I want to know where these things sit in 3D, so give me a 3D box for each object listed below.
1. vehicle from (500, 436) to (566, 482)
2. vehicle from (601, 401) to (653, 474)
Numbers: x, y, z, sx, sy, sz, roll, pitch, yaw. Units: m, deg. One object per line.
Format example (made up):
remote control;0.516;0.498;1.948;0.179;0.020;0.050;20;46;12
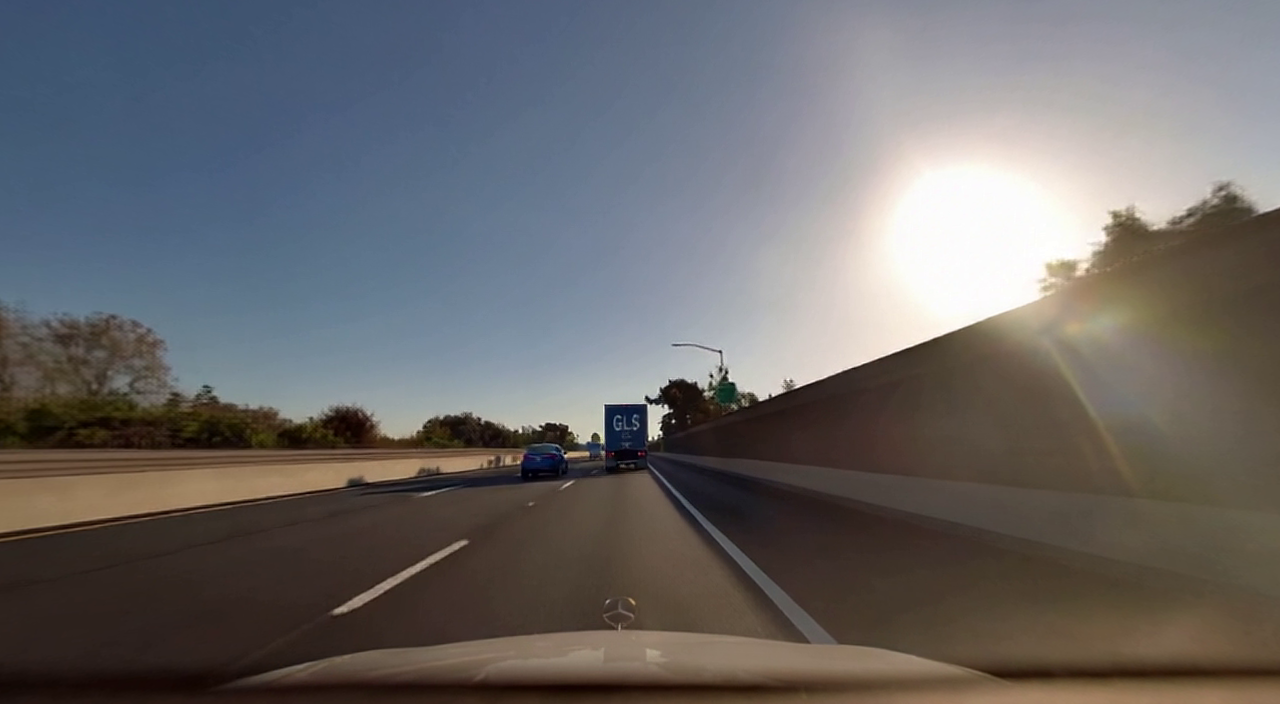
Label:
vehicle;-4.915;5.002;29.597;2.226;1.935;5.130;0;-9;0
vehicle;-0.872;5.527;39.963;2.923;4.007;9.760;0;-9;-2
